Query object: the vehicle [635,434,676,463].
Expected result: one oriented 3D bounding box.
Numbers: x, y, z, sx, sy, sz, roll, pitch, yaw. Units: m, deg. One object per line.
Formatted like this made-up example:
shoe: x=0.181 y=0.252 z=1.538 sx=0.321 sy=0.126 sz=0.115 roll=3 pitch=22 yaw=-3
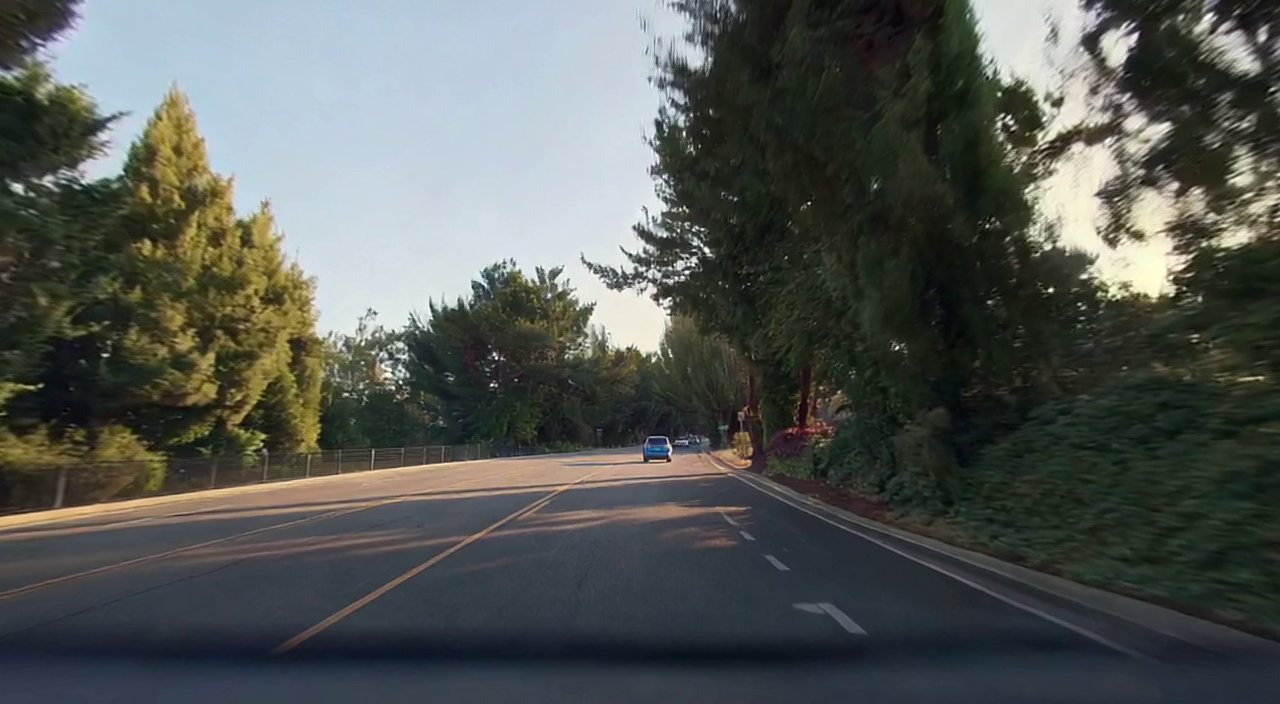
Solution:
vehicle: x=0.989 y=5.901 z=38.669 sx=2.294 sy=1.708 sz=4.110 roll=-1 pitch=-8 yaw=4
